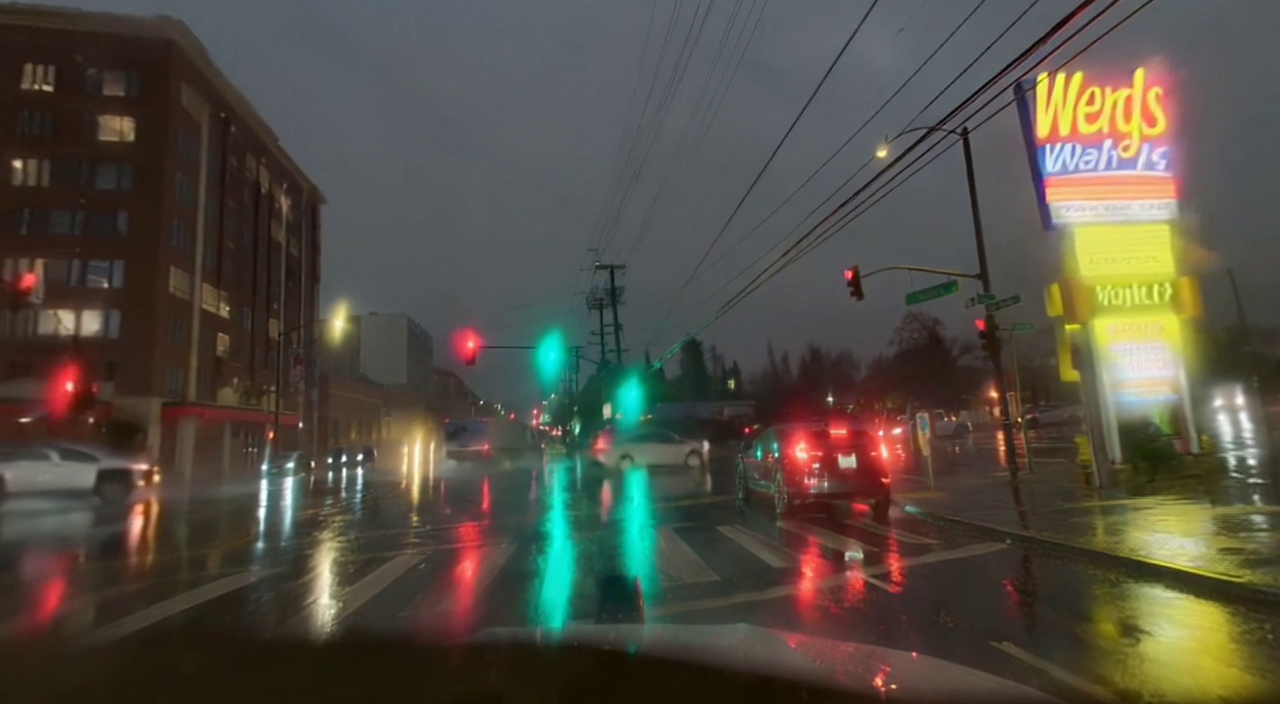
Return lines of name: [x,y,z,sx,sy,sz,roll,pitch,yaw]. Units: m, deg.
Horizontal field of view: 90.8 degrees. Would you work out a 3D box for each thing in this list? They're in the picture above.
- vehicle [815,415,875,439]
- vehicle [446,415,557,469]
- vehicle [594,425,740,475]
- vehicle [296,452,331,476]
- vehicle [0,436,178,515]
vehicle: [16.056,5.833,49.446,4.589,1.730,1.801,3,-10,-31]
vehicle: [-5.434,3.699,25.790,2.081,1.938,5.603,-2,-9,14]
vehicle: [0.899,3.125,20.375,4.433,1.453,1.804,5,-10,-30]
vehicle: [-23.428,7.980,45.237,1.942,1.413,4.229,4,-7,-30]
vehicle: [-14.295,2.997,15.632,4.292,1.761,2.105,5,-10,-30]
